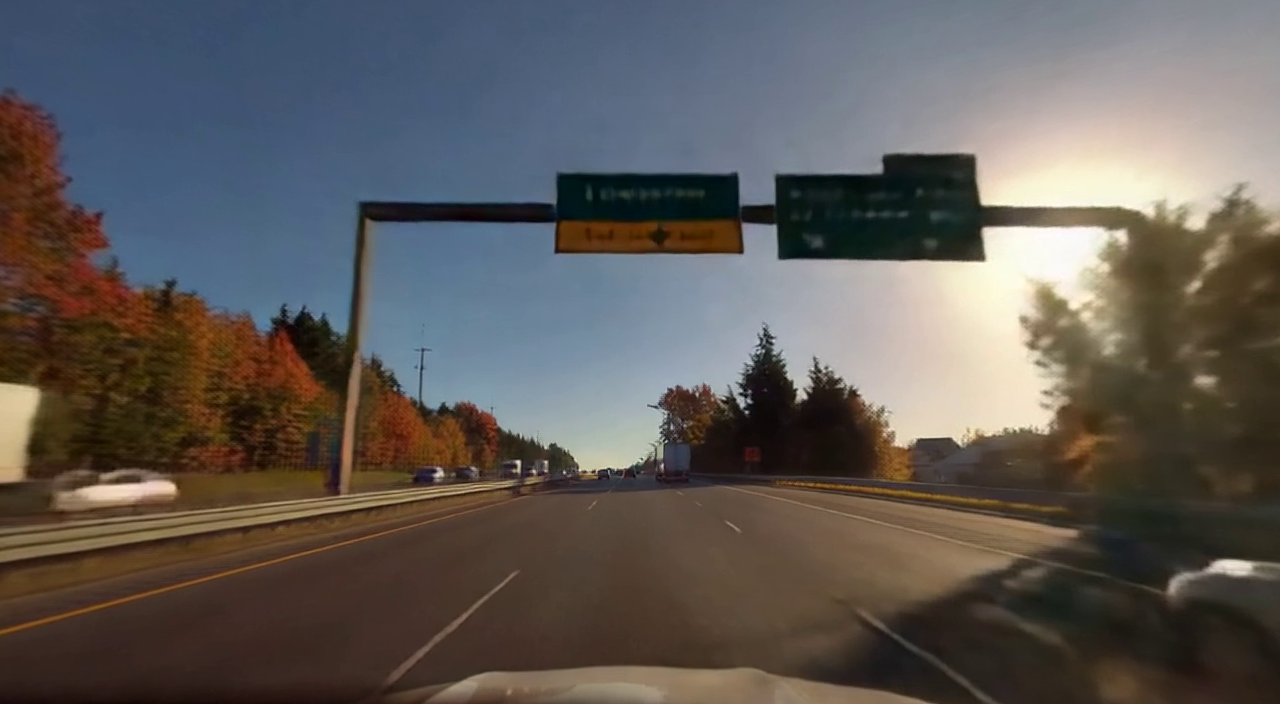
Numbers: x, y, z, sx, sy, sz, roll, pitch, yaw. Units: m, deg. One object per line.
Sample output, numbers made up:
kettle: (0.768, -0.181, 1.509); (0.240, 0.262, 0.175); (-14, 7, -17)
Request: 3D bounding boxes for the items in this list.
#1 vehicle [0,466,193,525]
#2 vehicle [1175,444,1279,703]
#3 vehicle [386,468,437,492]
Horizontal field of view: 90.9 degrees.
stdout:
vehicle: (-15.494, 4.031, 18.135); (1.901, 1.453, 4.530); (1, -11, 0)
vehicle: (4.120, 0.876, 1.278); (2.051, 1.472, 4.547); (1, -11, 0)
vehicle: (-15.647, 8.783, 43.388); (1.822, 1.490, 4.560); (1, -11, 0)
